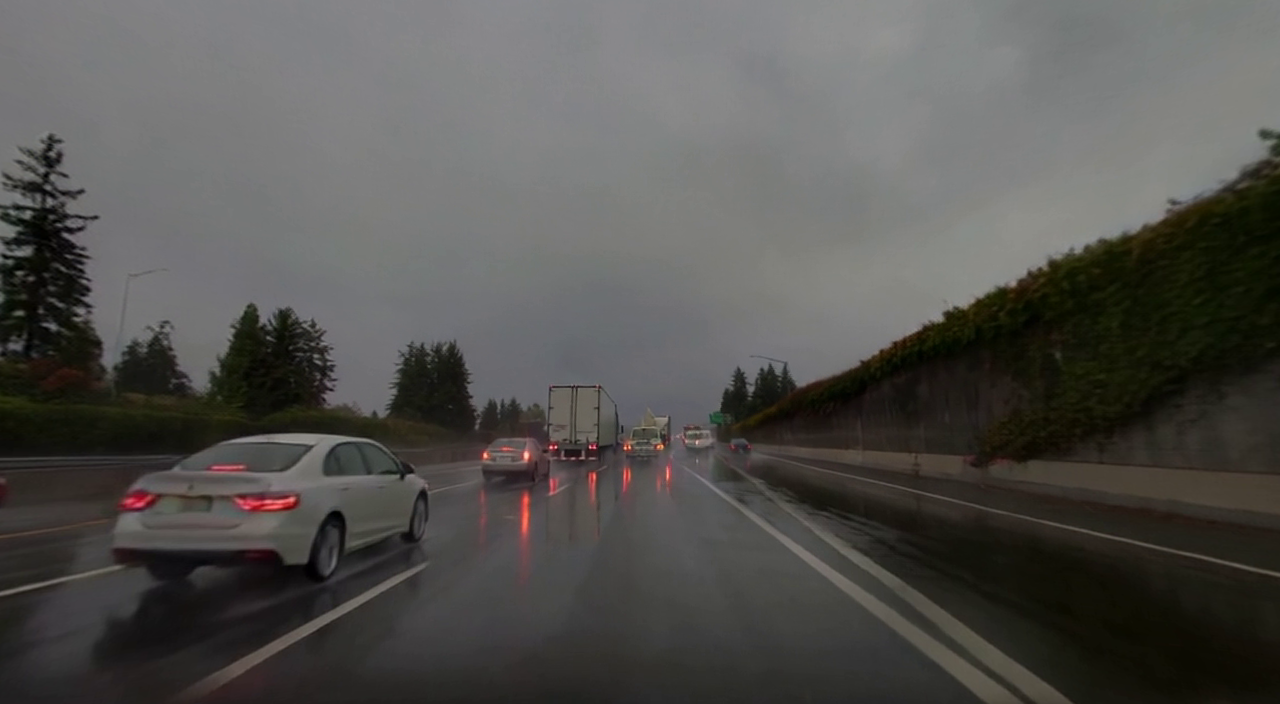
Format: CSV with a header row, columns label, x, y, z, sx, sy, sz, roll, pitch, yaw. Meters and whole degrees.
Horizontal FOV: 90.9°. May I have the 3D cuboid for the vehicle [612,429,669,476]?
label,x,y,z,sx,sy,sz,roll,pitch,yaw
vehicle,0.038,4.375,27.520,2.325,1.864,4.128,0,-9,0

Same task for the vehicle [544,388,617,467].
label,x,y,z,sx,sy,sz,roll,pitch,yaw
vehicle,-3.669,5.628,44.178,3.348,4.469,16.443,0,-9,1

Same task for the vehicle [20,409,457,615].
label,x,y,z,sx,sy,sz,roll,pitch,yaw
vehicle,-3.779,1.577,7.220,1.866,1.568,4.603,0,-9,2

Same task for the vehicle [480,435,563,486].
label,x,y,z,sx,sy,sz,roll,pitch,yaw
vehicle,-4.046,3.788,22.259,2.124,1.627,3.863,0,-9,1
